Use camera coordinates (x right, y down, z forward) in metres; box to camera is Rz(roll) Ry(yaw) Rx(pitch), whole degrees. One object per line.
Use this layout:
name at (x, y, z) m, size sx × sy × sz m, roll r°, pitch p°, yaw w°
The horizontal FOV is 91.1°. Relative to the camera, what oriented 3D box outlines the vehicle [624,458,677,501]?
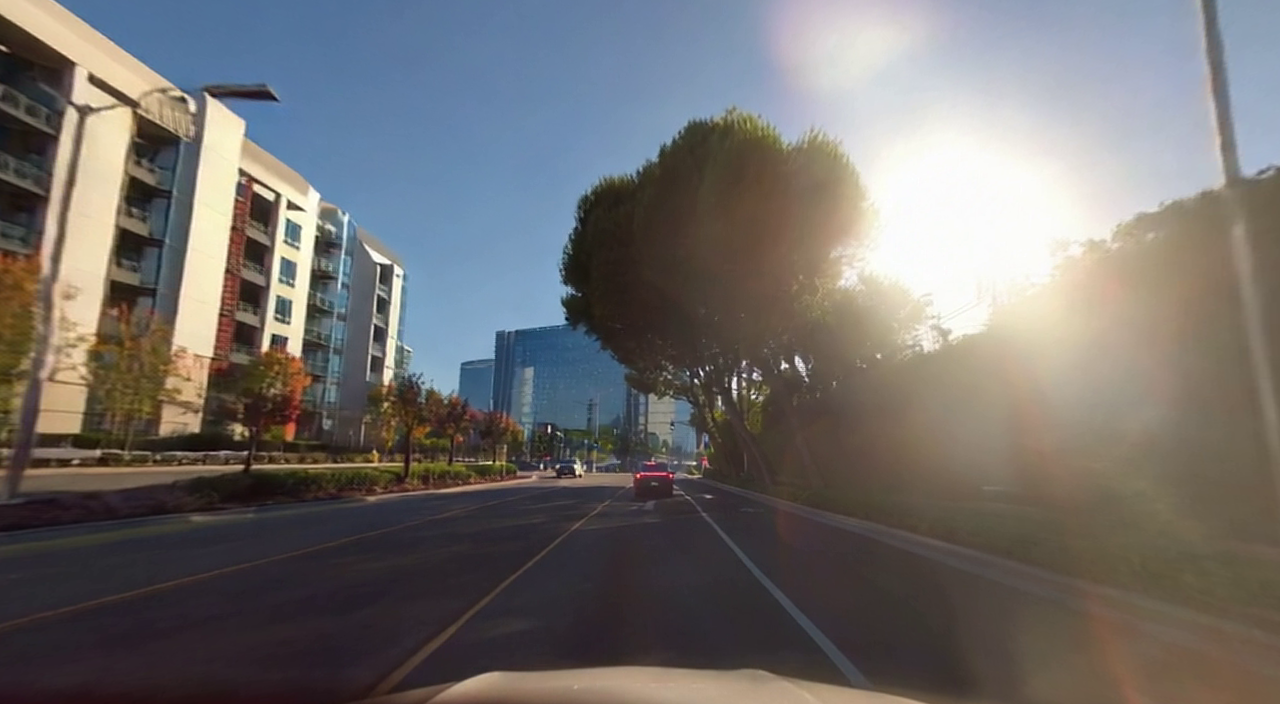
vehicle at (0.490, 5.404, 26.781) m, size 2.067 × 1.629 × 3.858 m, roll 0°, pitch -11°, yaw 2°
